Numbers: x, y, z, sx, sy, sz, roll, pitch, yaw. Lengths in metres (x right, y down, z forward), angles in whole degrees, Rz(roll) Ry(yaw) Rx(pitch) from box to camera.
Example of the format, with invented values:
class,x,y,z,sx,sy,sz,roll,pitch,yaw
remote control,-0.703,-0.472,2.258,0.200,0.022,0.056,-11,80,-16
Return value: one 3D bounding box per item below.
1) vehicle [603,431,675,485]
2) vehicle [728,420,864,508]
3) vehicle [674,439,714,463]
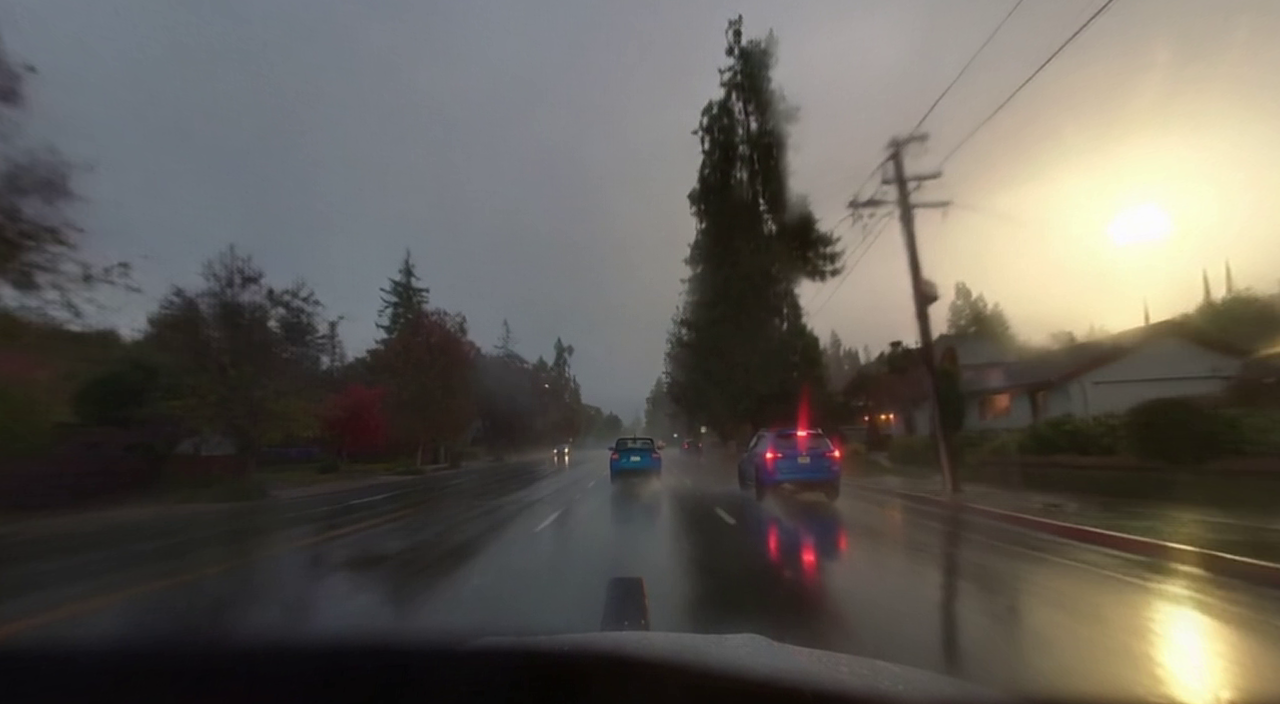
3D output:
class,x,y,z,sx,sy,sz,roll,pitch,yaw
vehicle,-0.025,3.578,21.541,2.200,1.653,4.127,0,-8,0
vehicle,3.420,2.560,14.833,2.024,1.711,4.512,0,-8,0
vehicle,3.378,6.272,40.012,2.099,1.463,4.130,0,-8,-1
